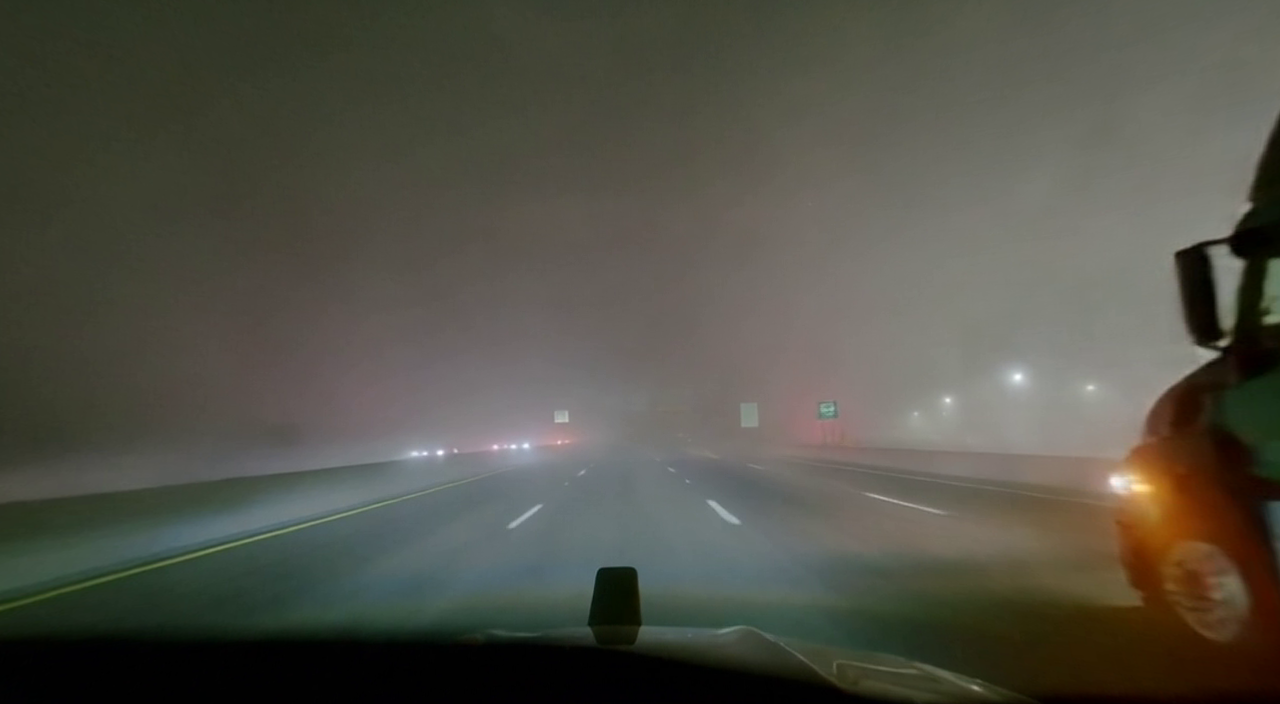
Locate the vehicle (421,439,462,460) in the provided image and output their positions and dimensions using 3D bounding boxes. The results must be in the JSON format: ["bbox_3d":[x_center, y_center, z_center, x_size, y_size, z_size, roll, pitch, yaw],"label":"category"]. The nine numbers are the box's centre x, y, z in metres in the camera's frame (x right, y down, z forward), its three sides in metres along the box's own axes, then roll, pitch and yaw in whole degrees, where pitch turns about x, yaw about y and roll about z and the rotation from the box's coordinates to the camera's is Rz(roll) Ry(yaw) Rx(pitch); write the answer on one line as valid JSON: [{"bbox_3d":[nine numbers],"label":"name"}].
[{"bbox_3d":[-15.561,7.657,49.398,1.900,1.538,4.026,0,-8,0],"label":"vehicle"}]
